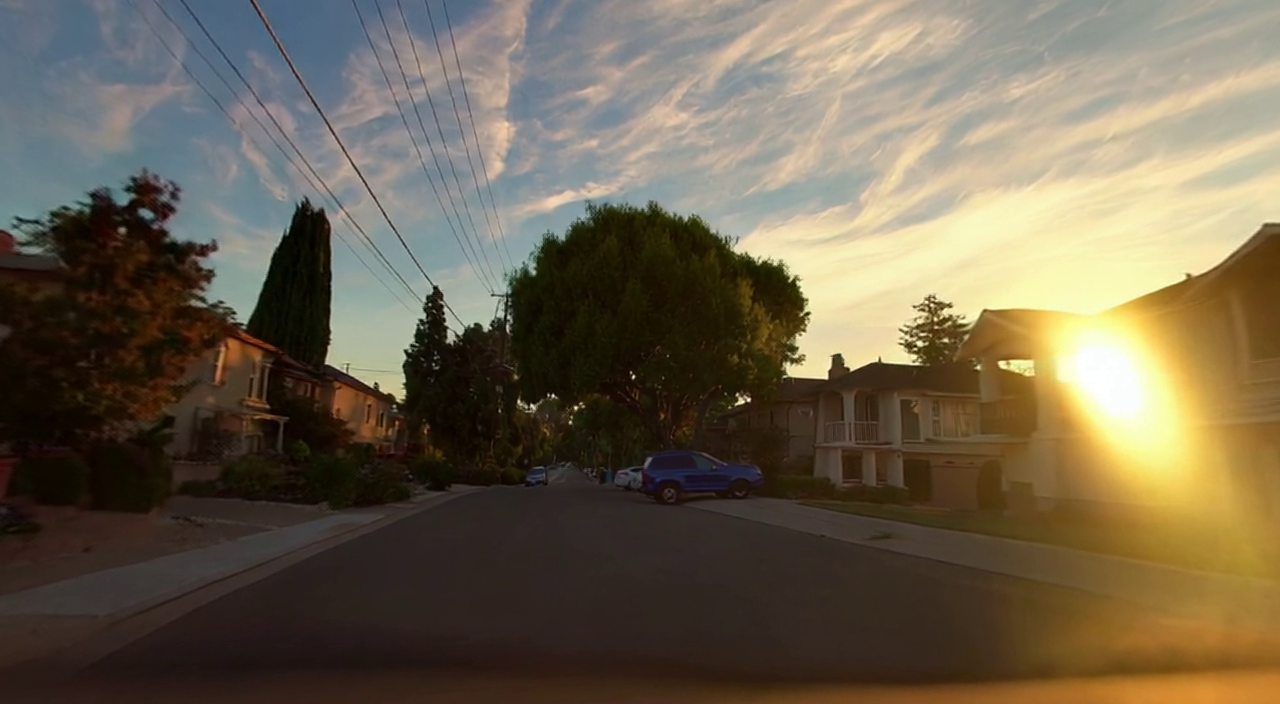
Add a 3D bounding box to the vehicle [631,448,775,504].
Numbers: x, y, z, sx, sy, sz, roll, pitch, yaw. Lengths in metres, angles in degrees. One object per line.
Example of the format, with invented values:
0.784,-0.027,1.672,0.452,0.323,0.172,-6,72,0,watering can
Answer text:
2.029,4.089,21.119,4.413,1.728,1.869,2,-9,-10,vehicle
